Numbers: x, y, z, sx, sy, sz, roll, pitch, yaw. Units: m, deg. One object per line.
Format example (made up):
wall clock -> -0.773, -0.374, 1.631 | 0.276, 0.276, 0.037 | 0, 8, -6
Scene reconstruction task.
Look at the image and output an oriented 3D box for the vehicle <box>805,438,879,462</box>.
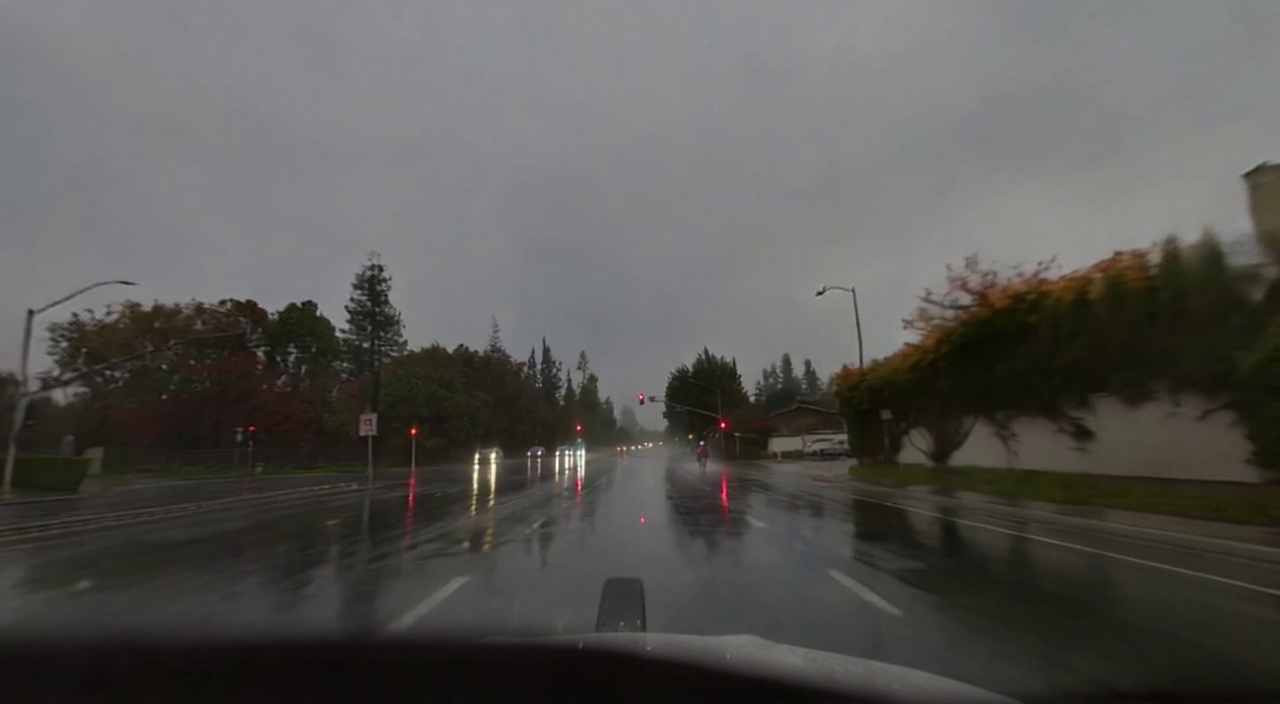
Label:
vehicle -> 15.477, 7.569, 48.554 | 4.947, 1.771, 2.222 | 0, -8, 0
